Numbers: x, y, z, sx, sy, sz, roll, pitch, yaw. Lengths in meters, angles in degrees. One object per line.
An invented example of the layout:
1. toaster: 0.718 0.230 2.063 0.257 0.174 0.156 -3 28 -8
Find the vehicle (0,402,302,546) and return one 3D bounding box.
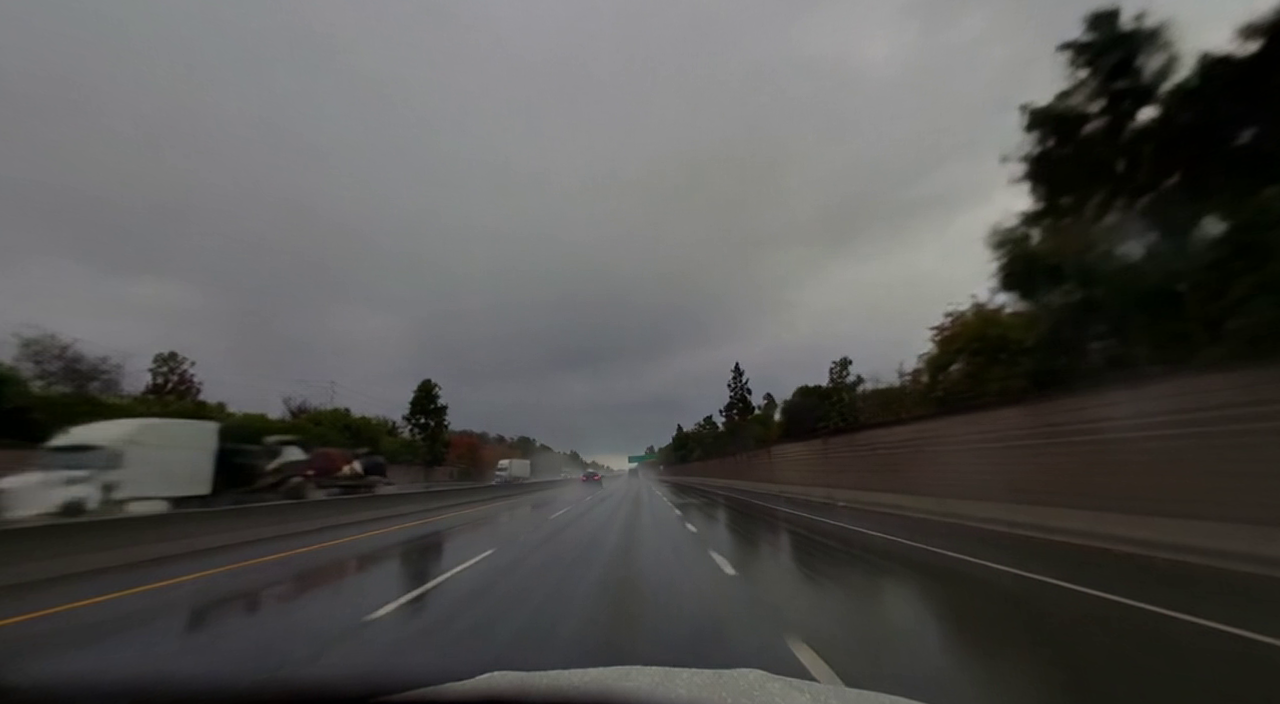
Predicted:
1. vehicle: -17.188 4.302 22.662 3.031 3.715 12.365 1 -11 0
